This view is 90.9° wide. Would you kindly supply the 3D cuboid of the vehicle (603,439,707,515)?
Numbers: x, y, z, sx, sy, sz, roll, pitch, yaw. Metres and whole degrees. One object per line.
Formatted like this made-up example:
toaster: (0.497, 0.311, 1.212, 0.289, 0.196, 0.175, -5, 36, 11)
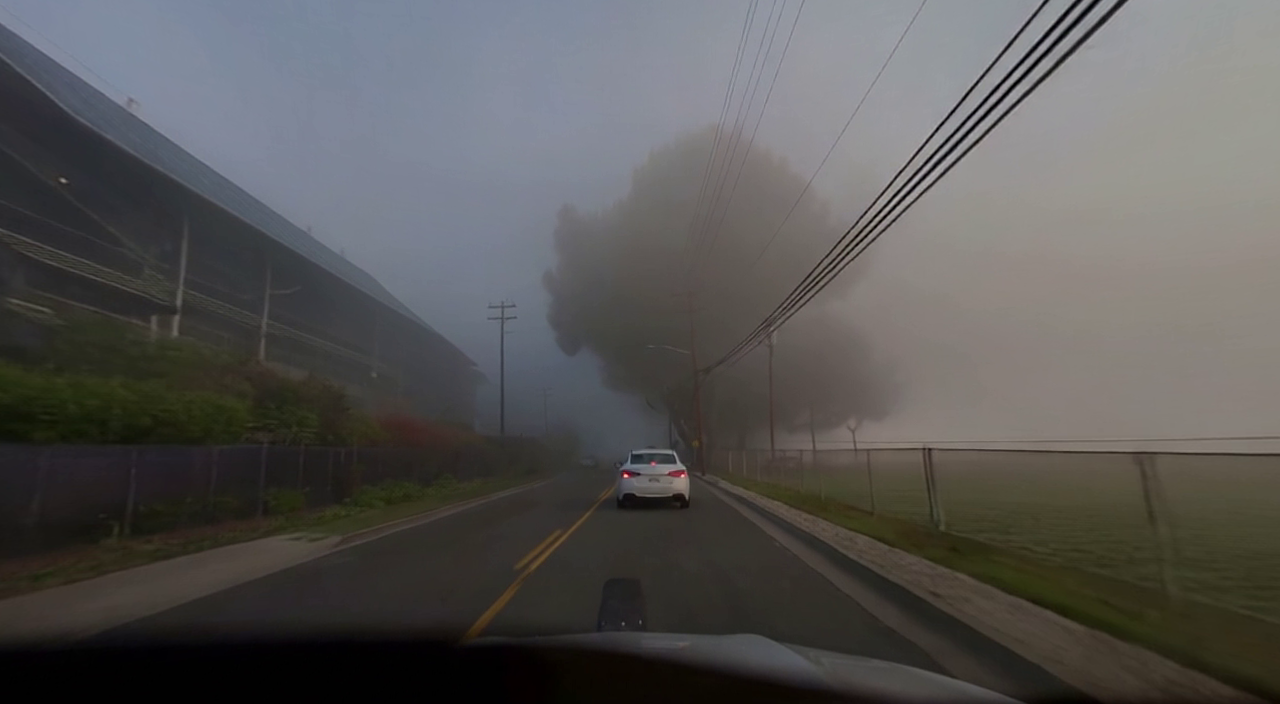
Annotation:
vehicle: (0.281, 2.766, 14.511, 2.060, 1.487, 3.920, 0, -8, 0)
